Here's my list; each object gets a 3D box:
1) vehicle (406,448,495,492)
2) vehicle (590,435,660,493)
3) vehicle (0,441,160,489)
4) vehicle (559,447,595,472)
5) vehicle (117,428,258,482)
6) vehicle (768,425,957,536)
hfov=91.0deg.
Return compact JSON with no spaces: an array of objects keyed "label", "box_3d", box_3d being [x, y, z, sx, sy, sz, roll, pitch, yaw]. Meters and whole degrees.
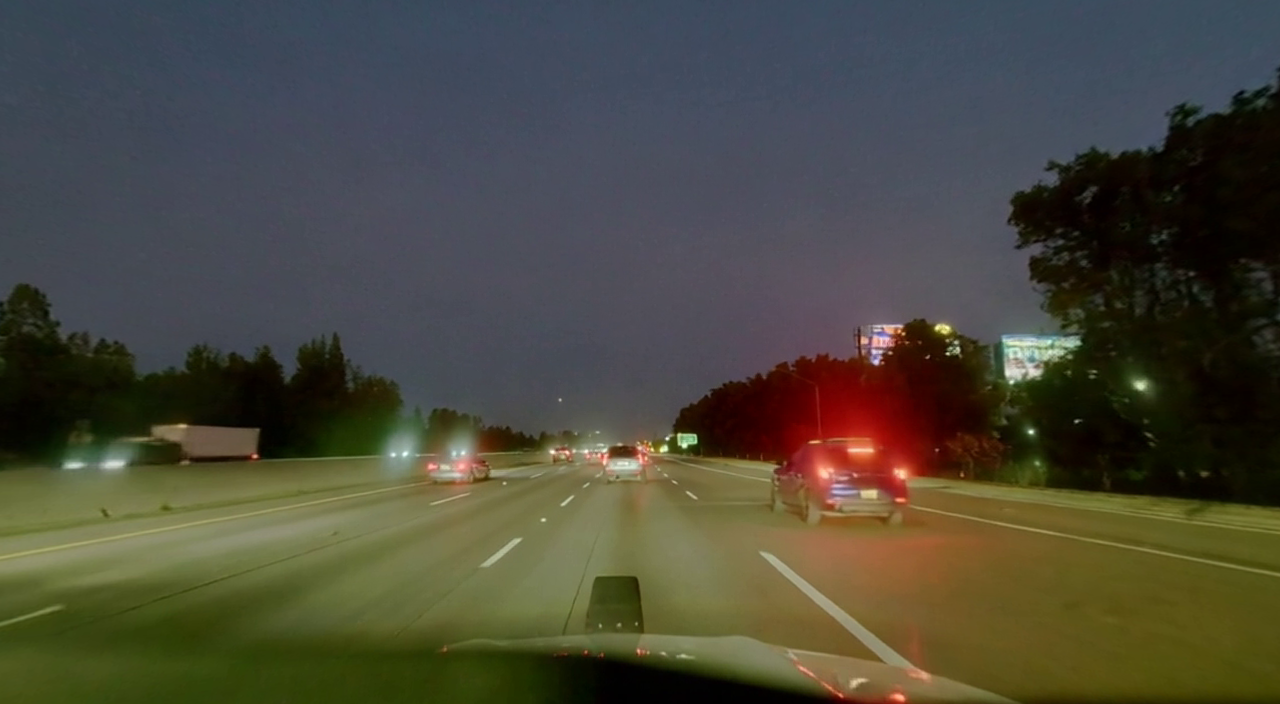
[{"label":"vehicle","box_3d":[-7.063,4.423,24.074,1.892,1.468,4.792,0,-9,0]},{"label":"vehicle","box_3d":[-0.474,3.825,21.858,2.127,1.749,4.776,0,-9,0]},{"label":"vehicle","box_3d":[-22.678,4.493,25.436,2.220,1.730,5.503,0,-9,-1]},{"label":"vehicle","box_3d":[-3.995,6.838,40.313,1.889,1.522,4.465,0,-9,-1]},{"label":"vehicle","box_3d":[-22.761,5.221,32.199,2.547,2.468,6.237,0,-9,0]},{"label":"vehicle","box_3d":[3.946,2.346,12.118,1.925,1.716,4.378,0,-9,-2]}]
